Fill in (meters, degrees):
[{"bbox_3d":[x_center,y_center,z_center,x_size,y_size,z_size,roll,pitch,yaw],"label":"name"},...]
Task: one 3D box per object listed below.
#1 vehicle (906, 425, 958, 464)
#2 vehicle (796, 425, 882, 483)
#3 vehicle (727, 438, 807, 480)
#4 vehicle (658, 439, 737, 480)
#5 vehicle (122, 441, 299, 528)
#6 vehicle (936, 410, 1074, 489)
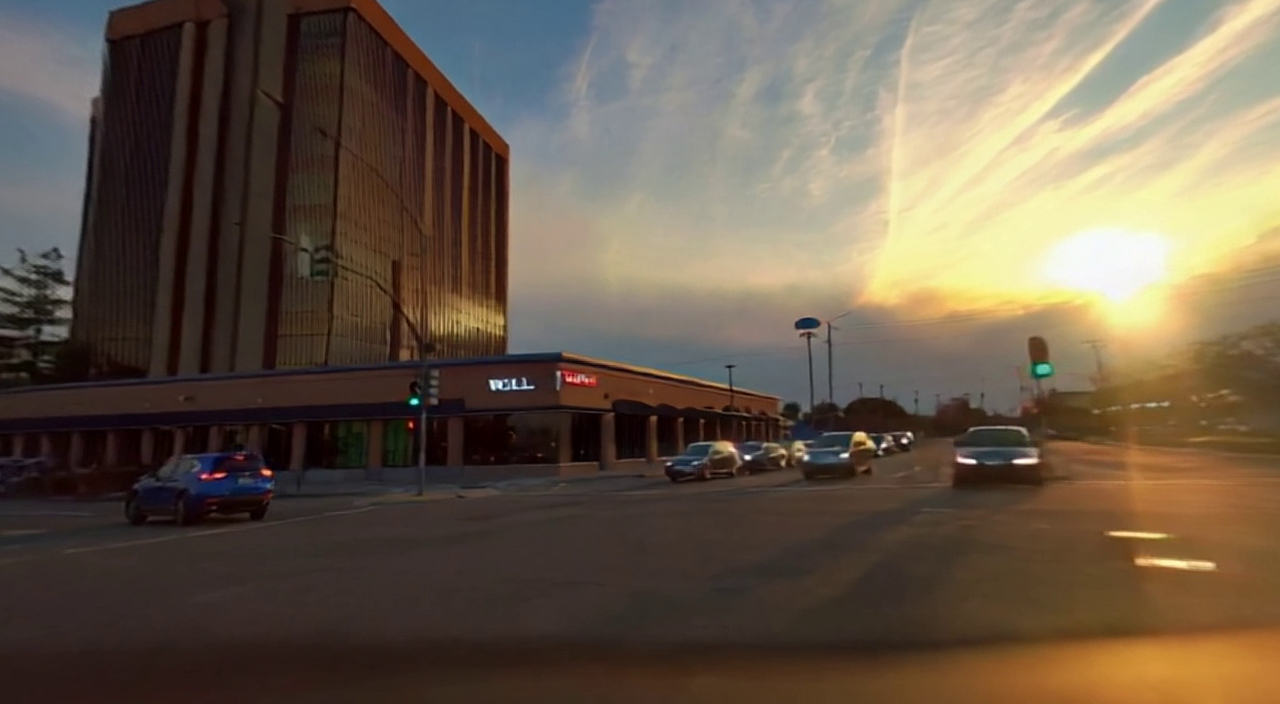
[{"bbox_3d":[17.558,5.577,38.221,2.453,2.122,5.431,-4,-9,22],"label":"vehicle"},{"bbox_3d":[7.074,3.540,22.106,2.162,1.788,4.603,-5,-10,25],"label":"vehicle"},{"bbox_3d":[5.226,4.295,25.587,2.163,1.529,4.210,-5,-10,25],"label":"vehicle"},{"bbox_3d":[2.588,4.645,27.554,2.005,1.596,4.342,-5,-10,26],"label":"vehicle"},{"bbox_3d":[-10.464,3.088,15.303,4.445,1.762,2.238,-8,-11,39],"label":"vehicle"},{"bbox_3d":[10.310,2.831,18.368,2.160,1.948,4.784,-3,-9,15],"label":"vehicle"}]
